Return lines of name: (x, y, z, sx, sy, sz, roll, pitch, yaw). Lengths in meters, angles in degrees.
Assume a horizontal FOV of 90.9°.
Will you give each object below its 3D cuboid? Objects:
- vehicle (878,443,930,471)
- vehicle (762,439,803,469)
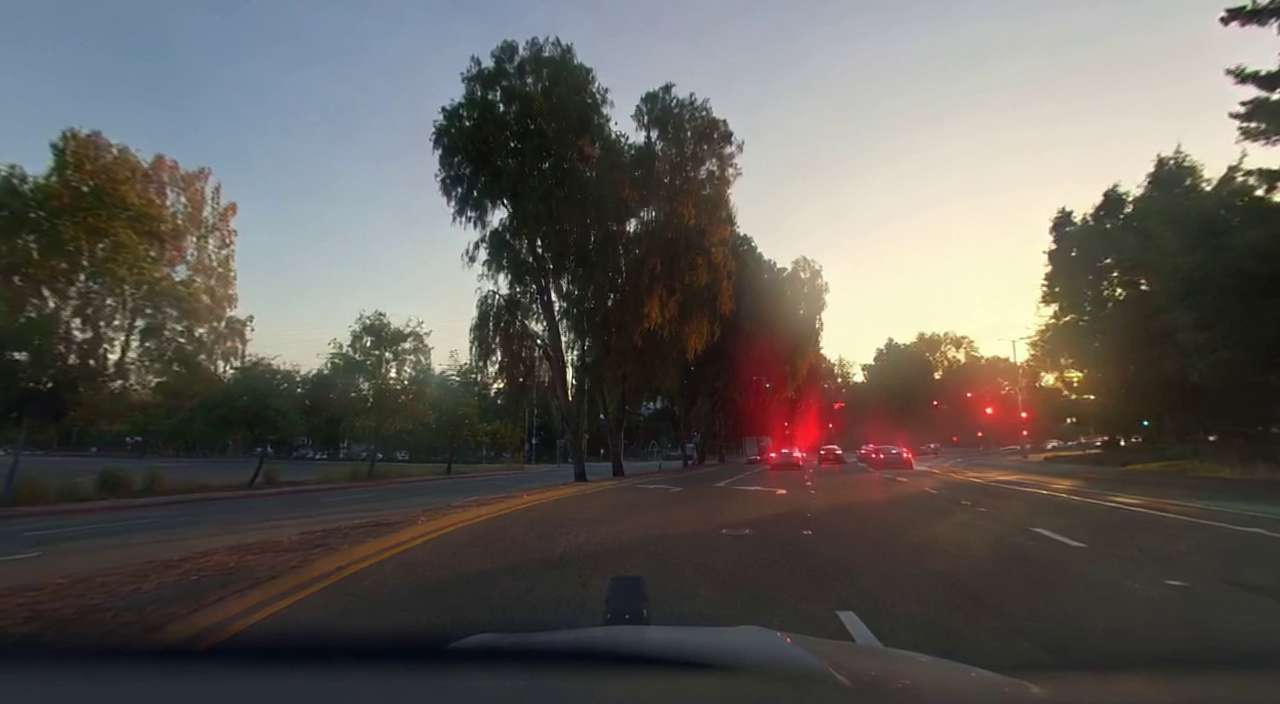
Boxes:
vehicle: (14.475, 5.730, 34.755, 1.884, 1.422, 4.262, -2, -9, 13)
vehicle: (8.273, 5.848, 36.329, 2.078, 1.578, 4.107, -3, -9, 15)
